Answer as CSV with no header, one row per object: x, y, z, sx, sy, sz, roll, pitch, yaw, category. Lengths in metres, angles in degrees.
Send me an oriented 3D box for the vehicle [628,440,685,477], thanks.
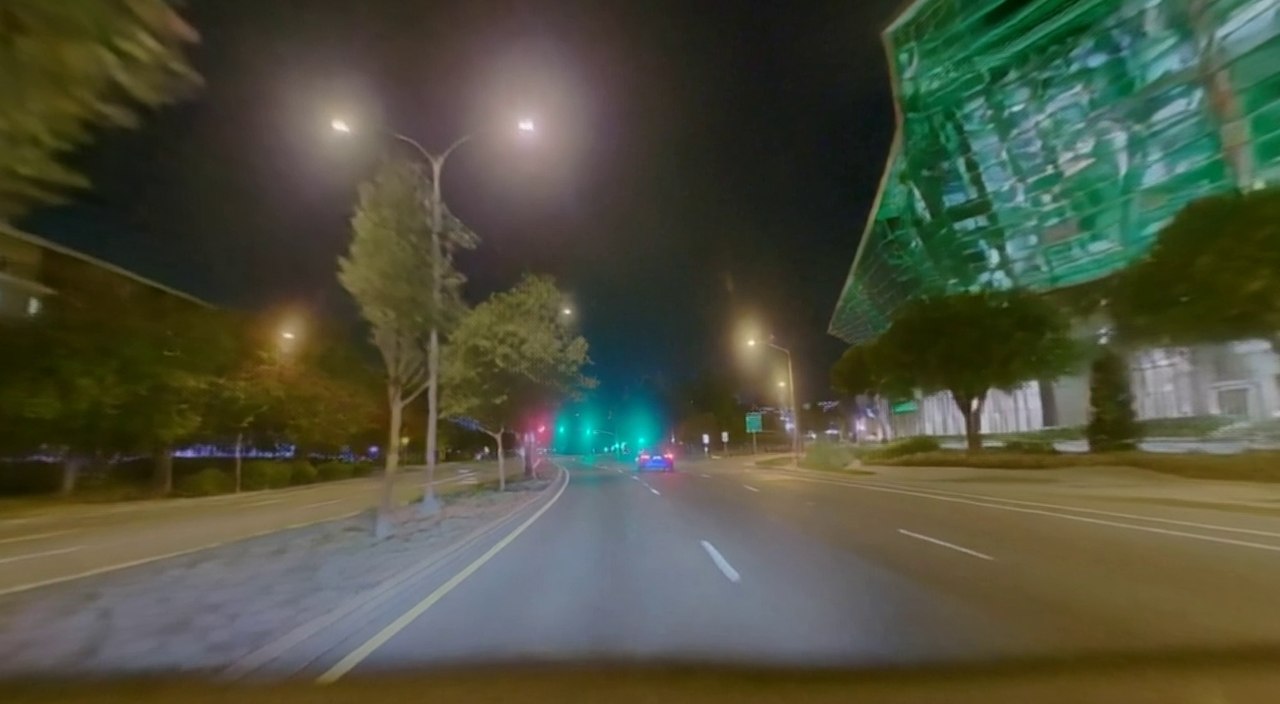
0.724,5.181,30.942,2.165,1.633,4.381,1,-9,-7,vehicle
